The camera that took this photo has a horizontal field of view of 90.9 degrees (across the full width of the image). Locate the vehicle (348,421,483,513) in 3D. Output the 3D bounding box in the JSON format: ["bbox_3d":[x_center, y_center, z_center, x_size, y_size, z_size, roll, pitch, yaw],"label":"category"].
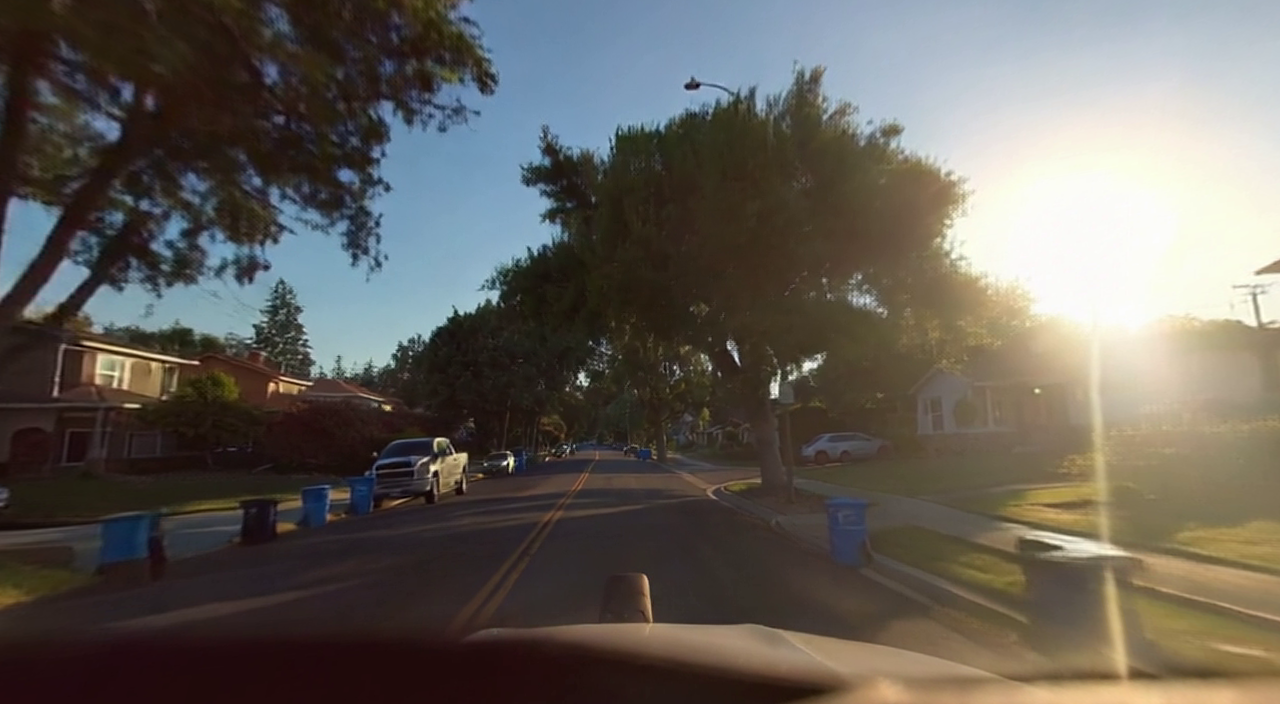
[{"bbox_3d":[-6.973,3.510,20.432,2.223,2.115,5.707,5,-4,-1],"label":"vehicle"}]

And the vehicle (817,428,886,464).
[{"bbox_3d":[11.449,5.098,34.527,1.936,1.687,4.714,-4,-7,-2],"label":"vehicle"}]

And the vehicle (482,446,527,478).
[{"bbox_3d":[-8.041,6.539,37.761,1.945,1.530,4.430,-4,-7,-4],"label":"vehicle"}]
